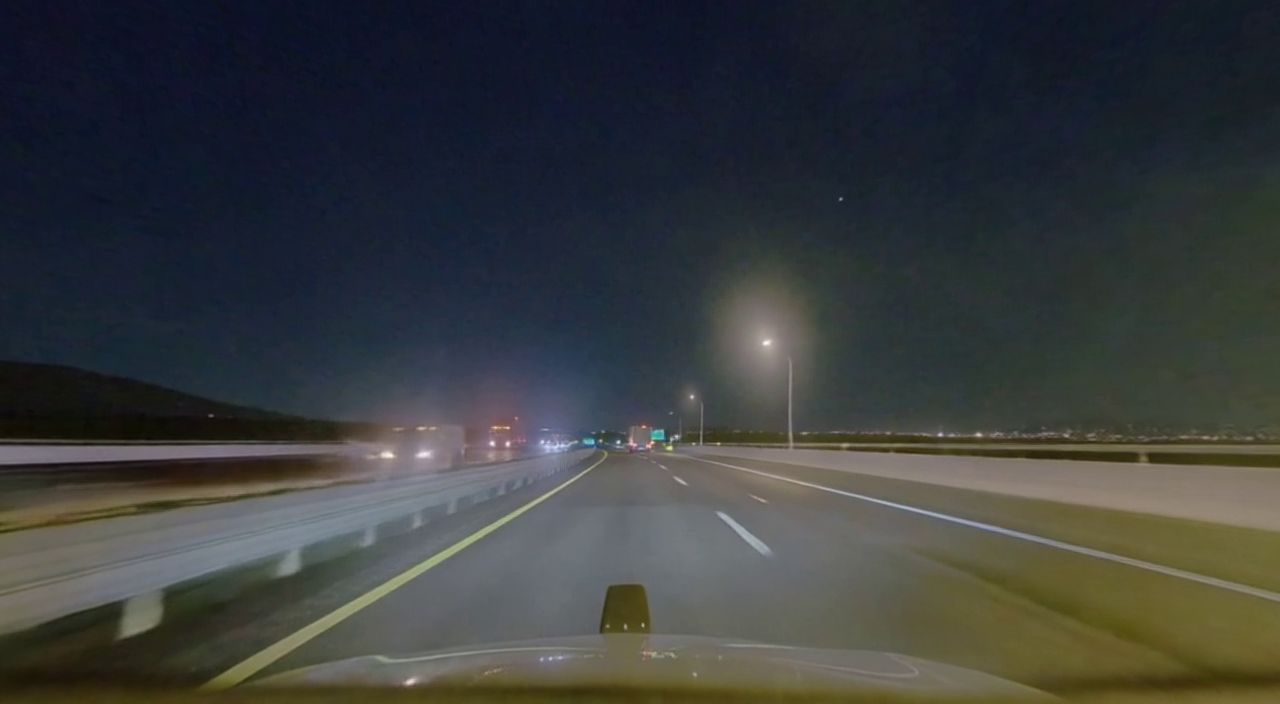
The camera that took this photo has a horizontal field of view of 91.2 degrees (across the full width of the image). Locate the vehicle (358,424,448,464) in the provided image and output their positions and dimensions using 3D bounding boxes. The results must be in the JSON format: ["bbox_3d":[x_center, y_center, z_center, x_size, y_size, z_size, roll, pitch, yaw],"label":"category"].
[{"bbox_3d":[-10.375,4.096,27.919,2.054,1.626,4.802,0,-9,1],"label":"vehicle"}]
